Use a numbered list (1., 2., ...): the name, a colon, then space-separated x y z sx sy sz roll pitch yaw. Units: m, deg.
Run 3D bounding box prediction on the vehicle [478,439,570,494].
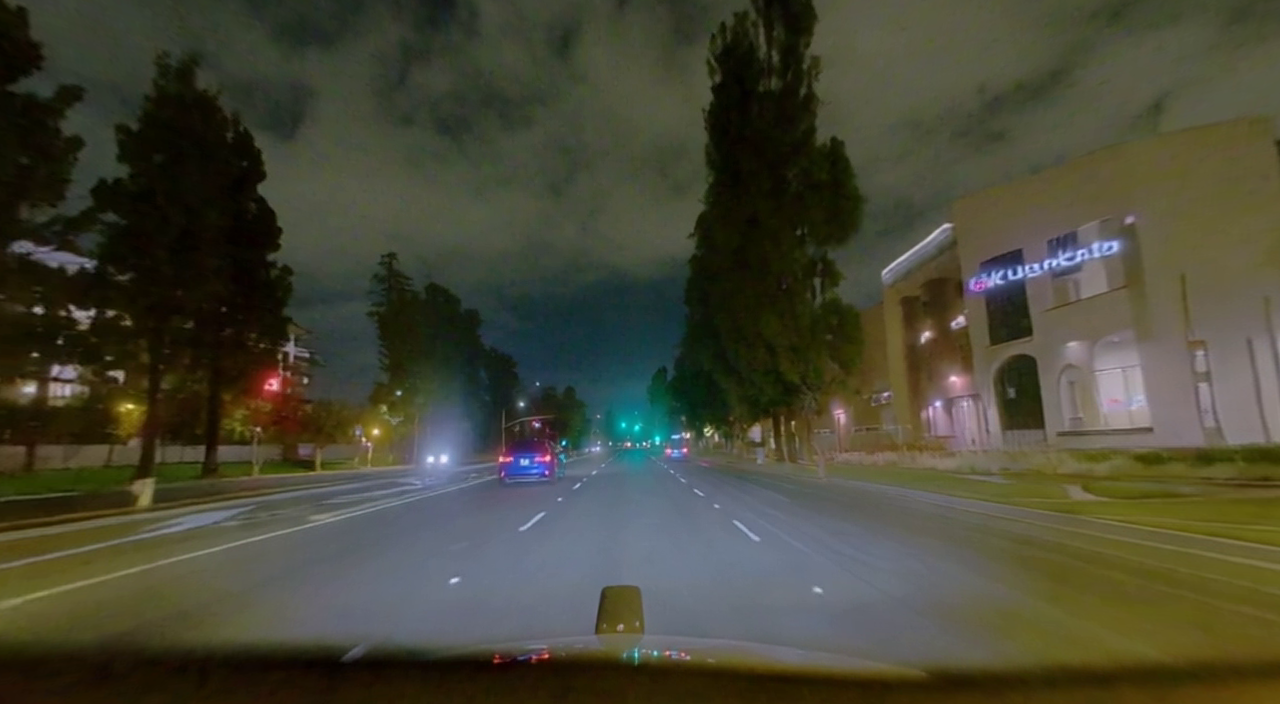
1. vehicle: -3.401 3.422 19.384 2.005 1.477 4.169 0 -8 0
